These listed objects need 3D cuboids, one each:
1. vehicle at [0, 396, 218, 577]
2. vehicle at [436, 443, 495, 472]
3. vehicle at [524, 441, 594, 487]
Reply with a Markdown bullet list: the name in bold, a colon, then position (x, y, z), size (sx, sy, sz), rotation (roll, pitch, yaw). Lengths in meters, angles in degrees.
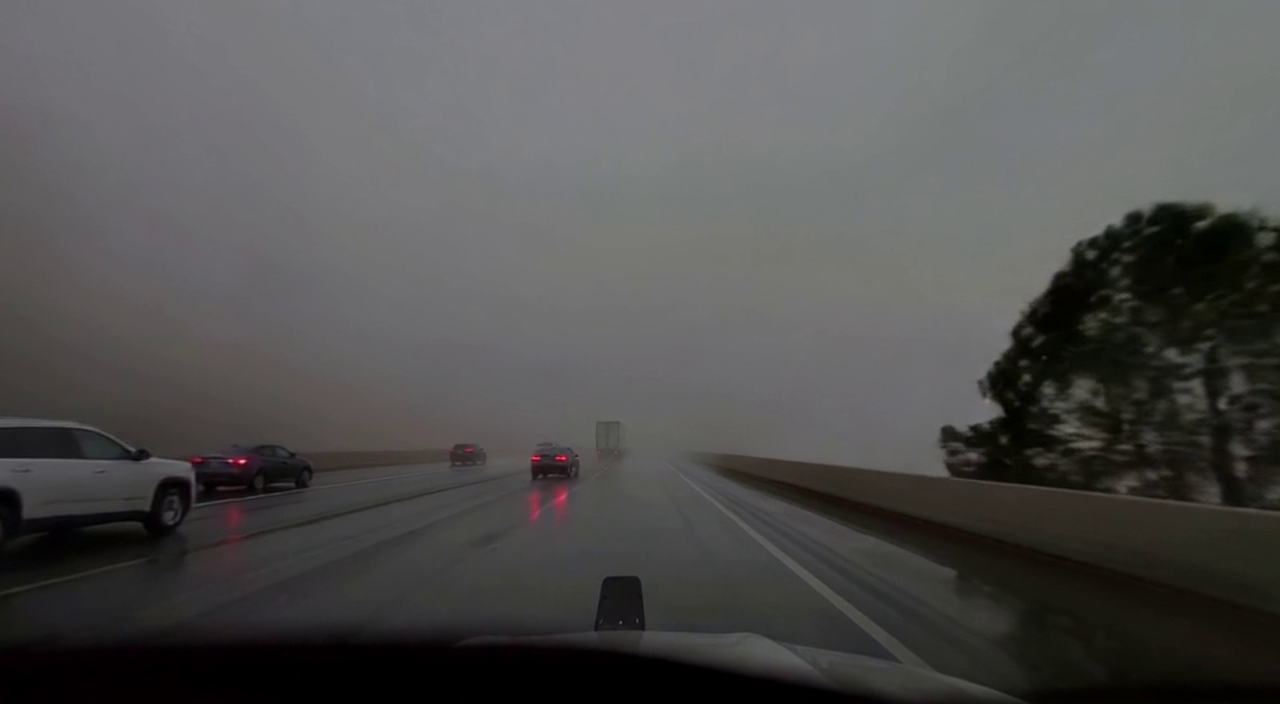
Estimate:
- **vehicle**: position (-7.395, 1.369, 6.499), size (2.115, 1.778, 5.572), rotation (0, -9, 1)
- **vehicle**: position (-9.825, 5.968, 35.770), size (2.036, 1.506, 4.358), rotation (0, -9, 1)
- **vehicle**: position (-2.890, 4.105, 23.402), size (1.931, 1.528, 4.126), rotation (0, -9, 2)
